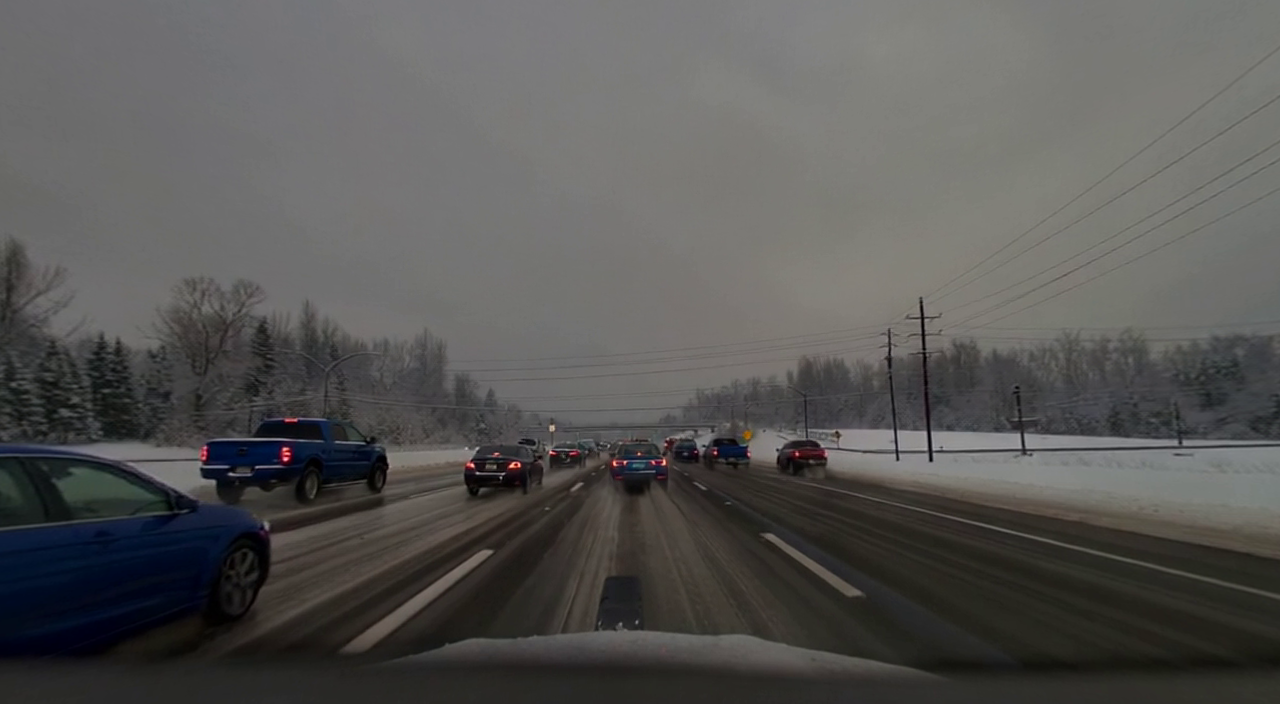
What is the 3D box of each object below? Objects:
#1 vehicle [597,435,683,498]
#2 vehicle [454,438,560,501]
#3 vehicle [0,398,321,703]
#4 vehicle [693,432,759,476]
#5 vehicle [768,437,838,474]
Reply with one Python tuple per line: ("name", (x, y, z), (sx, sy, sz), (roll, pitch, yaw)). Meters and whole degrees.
("vehicle", (-0.027, 3.126, 17.708), (2.102, 1.499, 4.439), (0, -8, -1))
("vehicle", (-3.362, 3.035, 16.796), (1.899, 1.437, 4.131), (0, -8, 0))
("vehicle", (-3.696, 0.981, 2.933), (1.955, 1.481, 4.604), (0, -8, 1))
("vehicle", (3.786, 4.599, 28.849), (2.113, 1.800, 5.376), (0, -8, -2))
("vehicle", (7.815, 4.997, 30.823), (1.969, 1.608, 4.865), (0, -8, -1))
